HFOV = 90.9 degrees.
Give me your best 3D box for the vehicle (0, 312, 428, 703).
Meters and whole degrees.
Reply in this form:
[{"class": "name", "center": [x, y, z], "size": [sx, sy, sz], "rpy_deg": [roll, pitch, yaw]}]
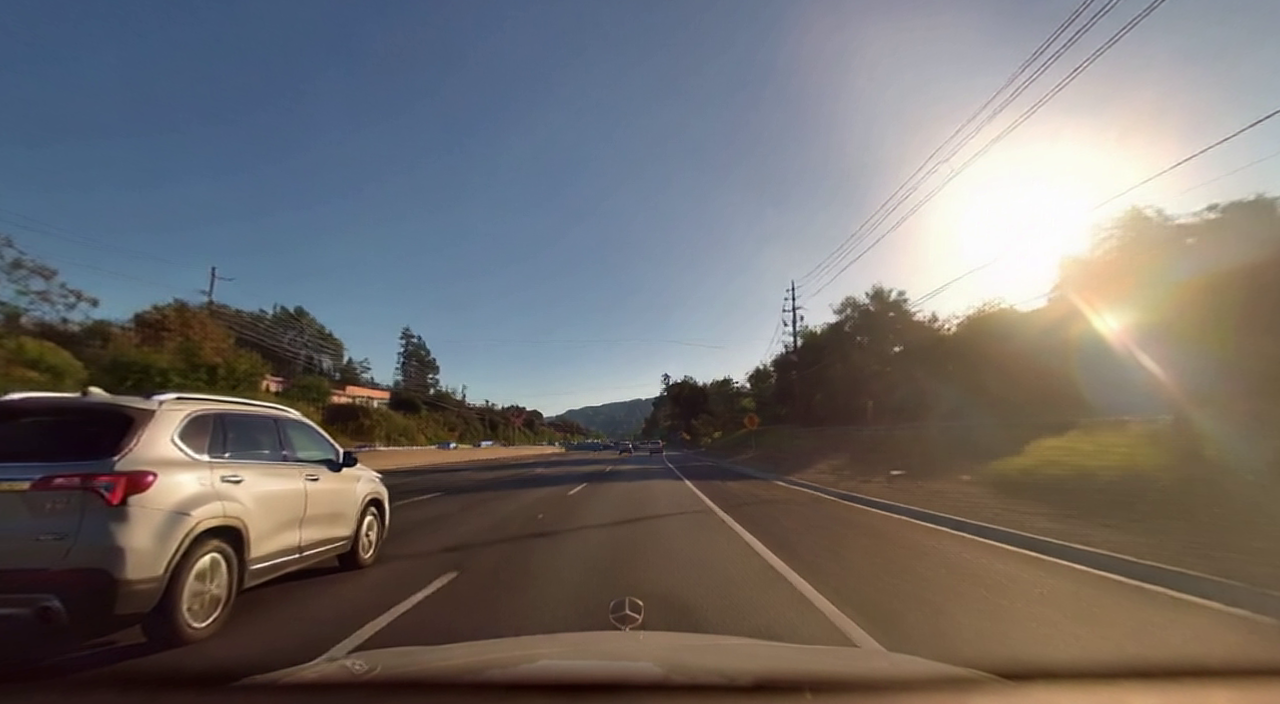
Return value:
[{"class": "vehicle", "center": [-3.832, 1.151, 5.455], "size": [2.136, 1.975, 5.037], "rpy_deg": [0, -8, 1]}]
